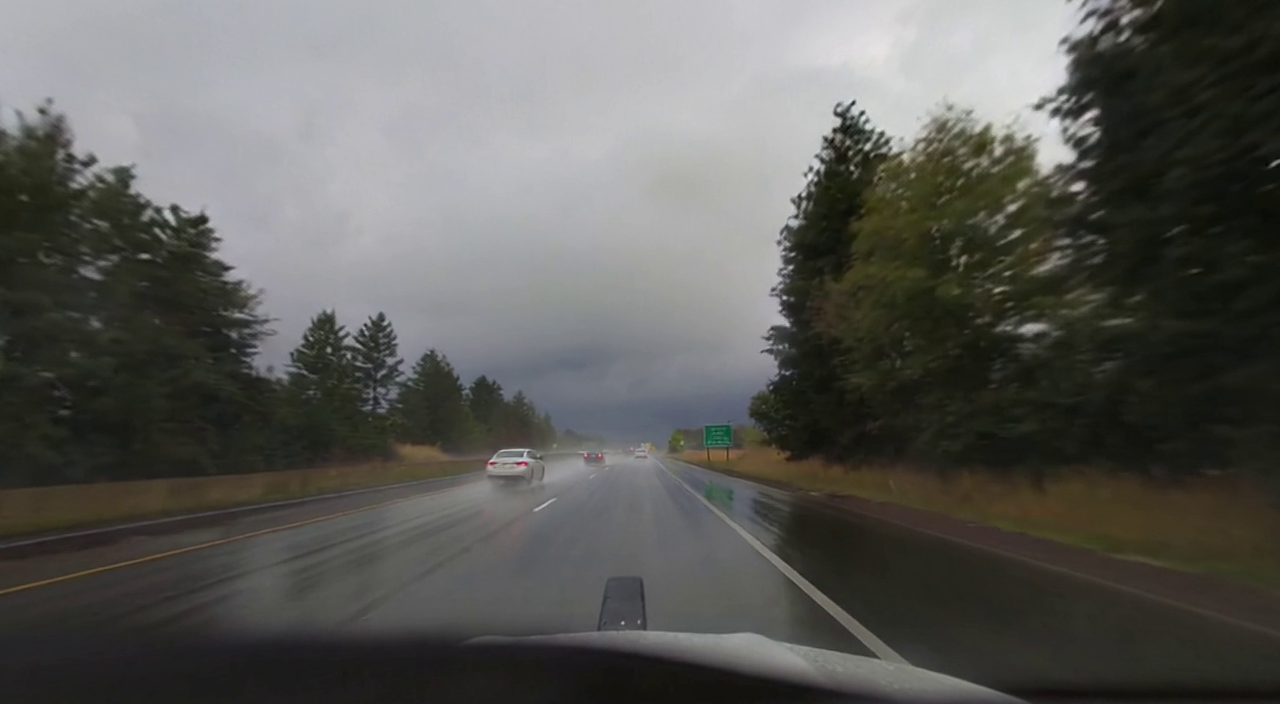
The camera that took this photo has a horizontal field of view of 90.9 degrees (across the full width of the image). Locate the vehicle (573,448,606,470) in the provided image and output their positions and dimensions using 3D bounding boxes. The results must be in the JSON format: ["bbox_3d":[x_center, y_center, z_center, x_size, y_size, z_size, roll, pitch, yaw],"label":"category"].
[{"bbox_3d":[-3.490,7.521,44.384,2.005,1.474,3.921,0,-9,0],"label":"vehicle"}]

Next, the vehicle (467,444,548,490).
[{"bbox_3d":[-4.724,4.176,23.159,1.975,1.501,4.603,0,-9,0],"label":"vehicle"}]
